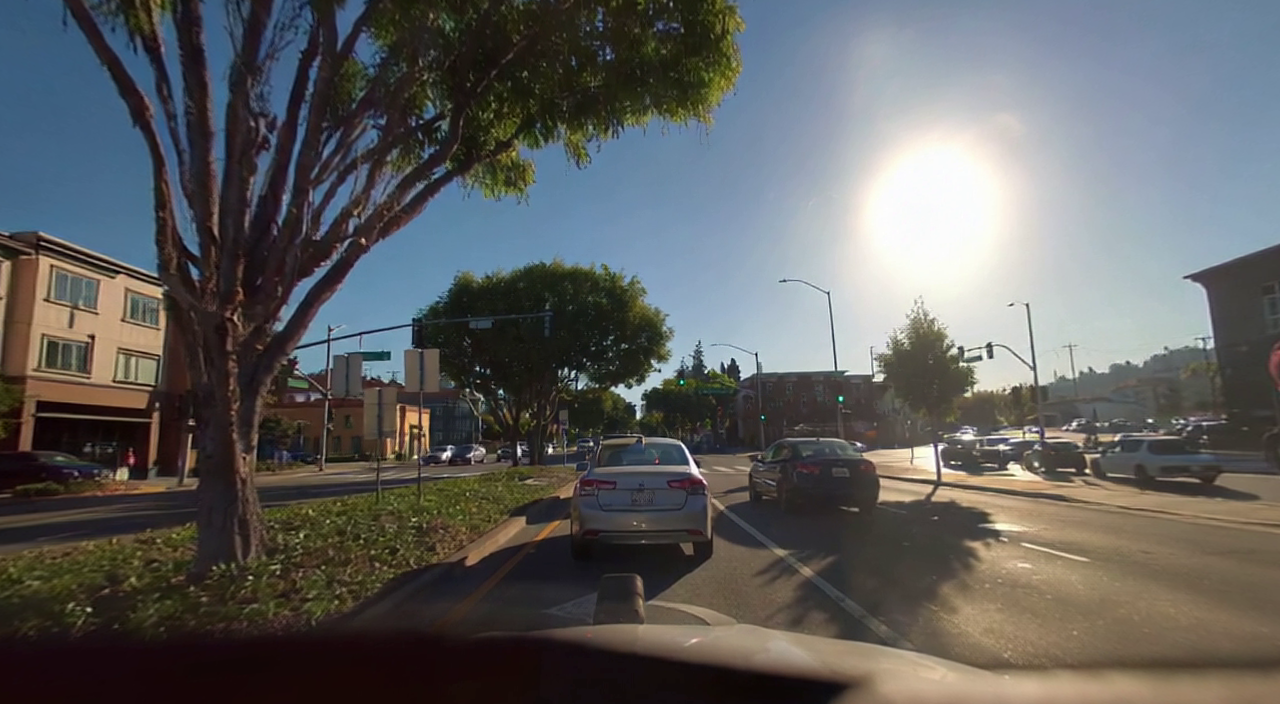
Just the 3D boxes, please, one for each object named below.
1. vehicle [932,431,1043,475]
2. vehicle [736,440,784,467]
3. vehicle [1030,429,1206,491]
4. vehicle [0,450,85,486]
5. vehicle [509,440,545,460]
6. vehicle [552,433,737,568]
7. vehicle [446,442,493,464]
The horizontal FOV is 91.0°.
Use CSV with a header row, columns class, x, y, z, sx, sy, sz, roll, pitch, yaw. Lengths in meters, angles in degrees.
class,x,y,z,sx,sy,sz,roll,pitch,yaw
vehicle,13.079,3.830,24.023,1.887,1.504,3.898,0,-9,-2
vehicle,7.005,5.951,37.068,1.932,1.439,4.159,0,-9,-1
vehicle,13.071,2.980,17.591,1.859,1.525,3.948,0,-9,1
vehicle,-27.384,5.083,27.762,1.773,1.438,4.268,0,-9,2
vehicle,-8.844,7.739,49.692,1.994,1.474,4.411,0,-9,1
vehicle,-0.057,1.932,8.998,2.010,1.447,4.121,0,-9,-3
vehicle,-12.244,7.266,45.584,2.125,1.495,4.308,0,-9,1
